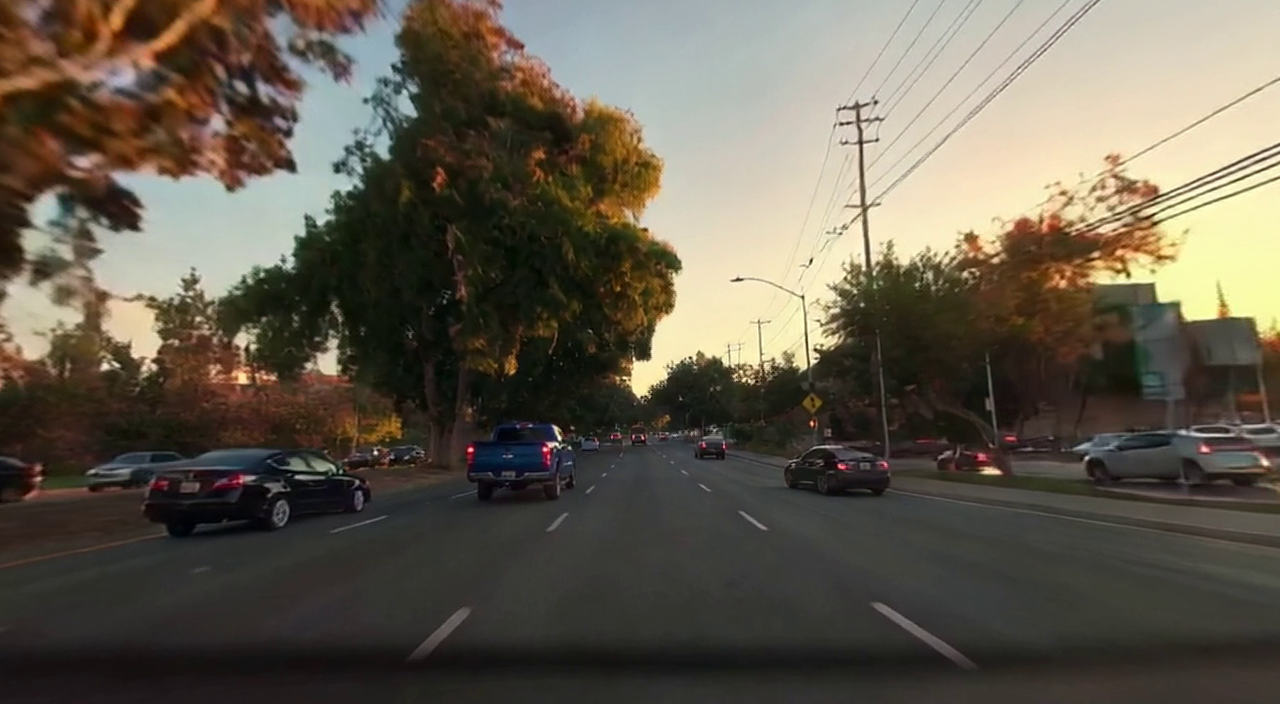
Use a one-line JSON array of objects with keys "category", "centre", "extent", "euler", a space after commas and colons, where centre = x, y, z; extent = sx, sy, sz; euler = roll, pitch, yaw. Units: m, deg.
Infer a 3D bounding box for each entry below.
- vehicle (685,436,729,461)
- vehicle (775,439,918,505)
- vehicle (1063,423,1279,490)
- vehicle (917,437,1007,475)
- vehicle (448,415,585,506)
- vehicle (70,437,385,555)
[{"category": "vehicle", "centre": [4.057, 5.954, 39.170], "extent": [2.071, 1.435, 4.226], "euler": [0, -8, -3]}, {"category": "vehicle", "centre": [5.052, 2.981, 16.237], "extent": [1.840, 1.428, 4.602], "euler": [0, -8, -4]}, {"category": "vehicle", "centre": [18.004, 3.483, 21.468], "extent": [2.267, 1.925, 5.964], "euler": [2, -9, -13]}, {"category": "vehicle", "centre": [16.514, 5.365, 32.775], "extent": [2.044, 1.812, 4.935], "euler": [0, -8, 0]}, {"category": "vehicle", "centre": [-3.012, 2.864, 17.161], "extent": [2.467, 1.991, 6.089], "euler": [0, -8, 1]}, {"category": "vehicle", "centre": [-6.291, 2.215, 10.557], "extent": [2.035, 1.497, 4.723], "euler": [0, -8, 1]}]
